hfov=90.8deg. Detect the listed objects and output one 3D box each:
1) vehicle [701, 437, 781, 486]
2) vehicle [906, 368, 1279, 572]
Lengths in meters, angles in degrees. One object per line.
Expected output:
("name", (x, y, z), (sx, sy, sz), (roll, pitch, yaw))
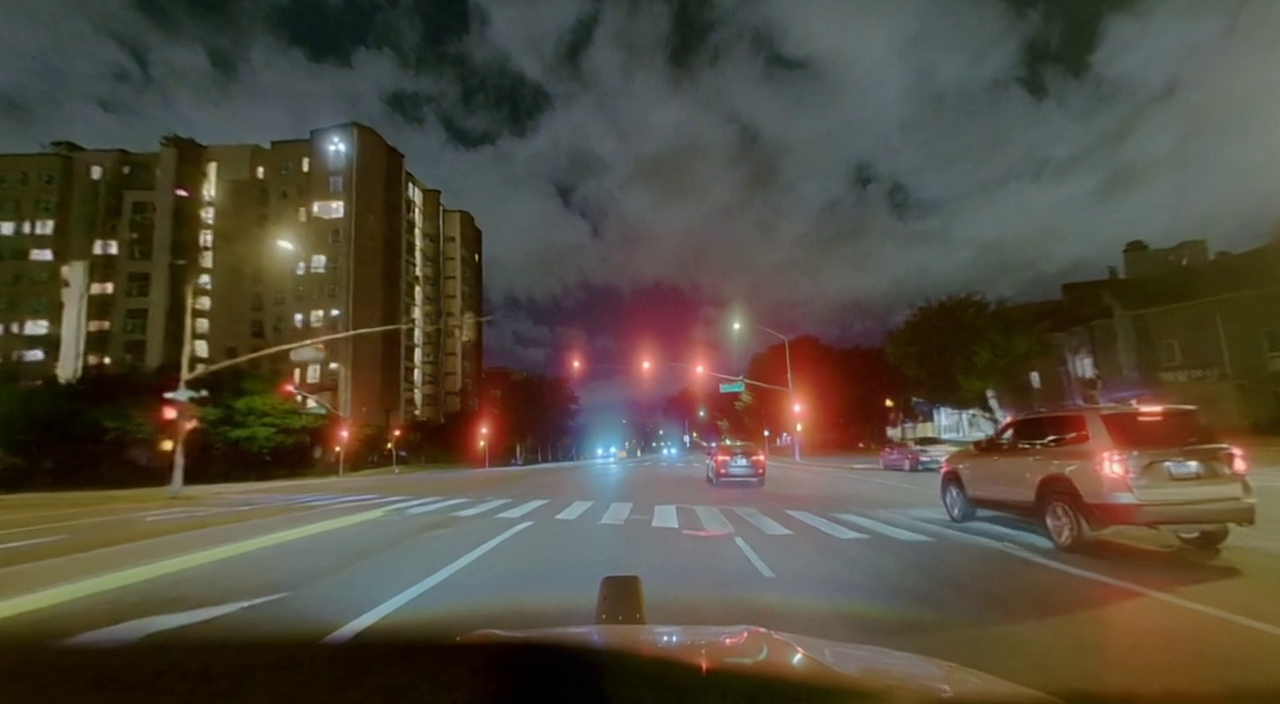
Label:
("vehicle", (3.294, 3.677, 21.485), (2.003, 1.480, 4.494), (0, -9, 0))
("vehicle", (6.331, 1.591, 9.173), (2.427, 2.017, 5.763), (0, -9, 0))
